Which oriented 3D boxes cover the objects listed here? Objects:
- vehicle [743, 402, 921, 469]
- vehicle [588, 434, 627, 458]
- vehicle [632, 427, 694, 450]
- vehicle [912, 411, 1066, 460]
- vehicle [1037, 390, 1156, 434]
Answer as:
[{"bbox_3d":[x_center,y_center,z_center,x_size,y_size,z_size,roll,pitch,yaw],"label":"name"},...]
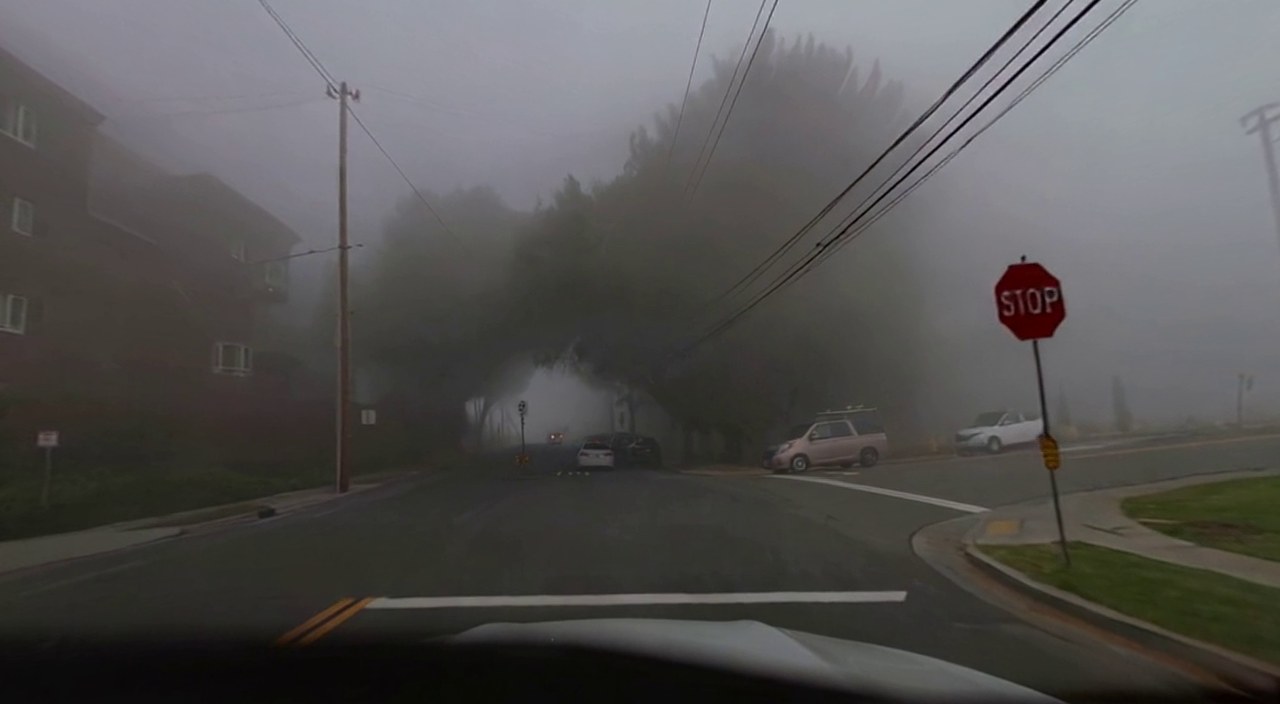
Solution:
[{"bbox_3d":[5.635,2.598,19.217,4.790,1.872,2.155,-1,-11,7],"label":"vehicle"},{"bbox_3d":[-2.174,6.236,41.768,1.918,1.475,4.060,2,-9,-12],"label":"vehicle"},{"bbox_3d":[1.739,6.599,48.302,4.424,1.645,1.820,2,-9,-14],"label":"vehicle"},{"bbox_3d":[12.998,3.140,23.649,4.830,1.490,1.878,-2,-9,-11],"label":"vehicle"},{"bbox_3d":[22.037,2.980,30.762,1.976,1.876,4.405,1,-9,-10],"label":"vehicle"}]
